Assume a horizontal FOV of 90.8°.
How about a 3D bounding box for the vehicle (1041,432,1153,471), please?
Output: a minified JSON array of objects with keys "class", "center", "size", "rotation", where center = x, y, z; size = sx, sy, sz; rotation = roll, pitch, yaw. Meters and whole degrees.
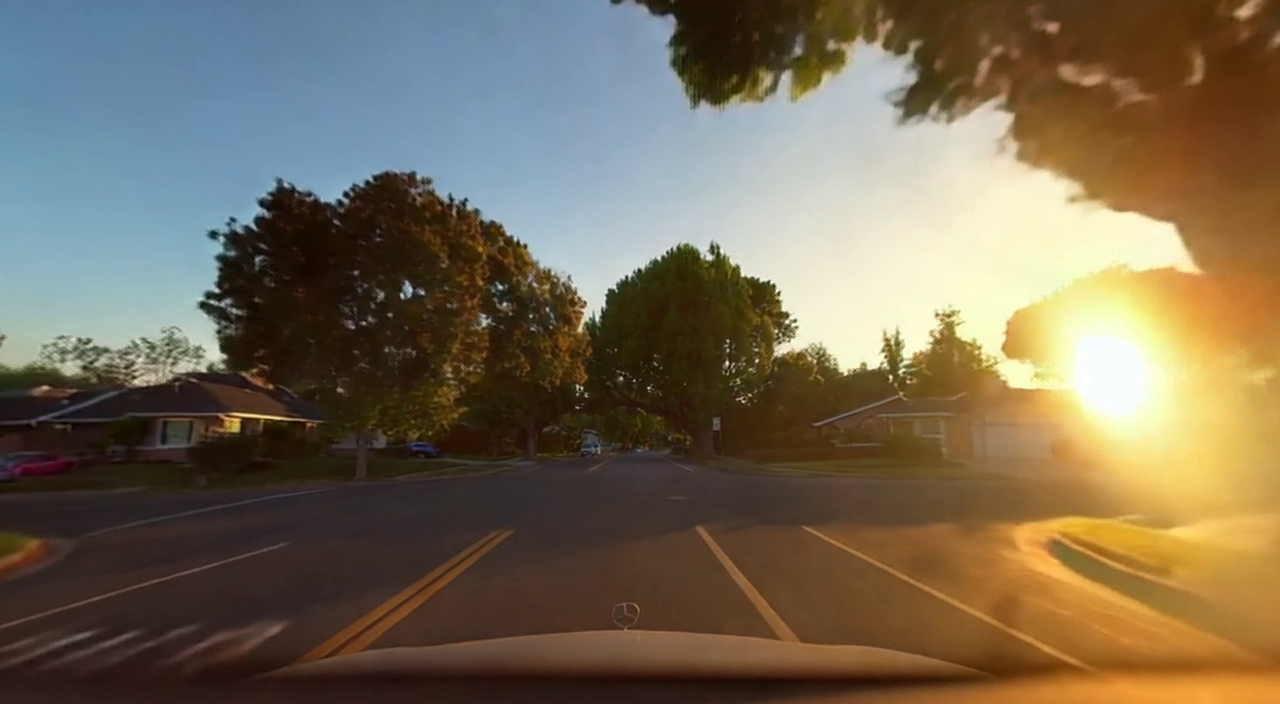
[{"class":"vehicle","center":[22.992,4.973,32.039],"size":[1.879,1.584,4.761],"rotation":[1,-5,-5]}]
